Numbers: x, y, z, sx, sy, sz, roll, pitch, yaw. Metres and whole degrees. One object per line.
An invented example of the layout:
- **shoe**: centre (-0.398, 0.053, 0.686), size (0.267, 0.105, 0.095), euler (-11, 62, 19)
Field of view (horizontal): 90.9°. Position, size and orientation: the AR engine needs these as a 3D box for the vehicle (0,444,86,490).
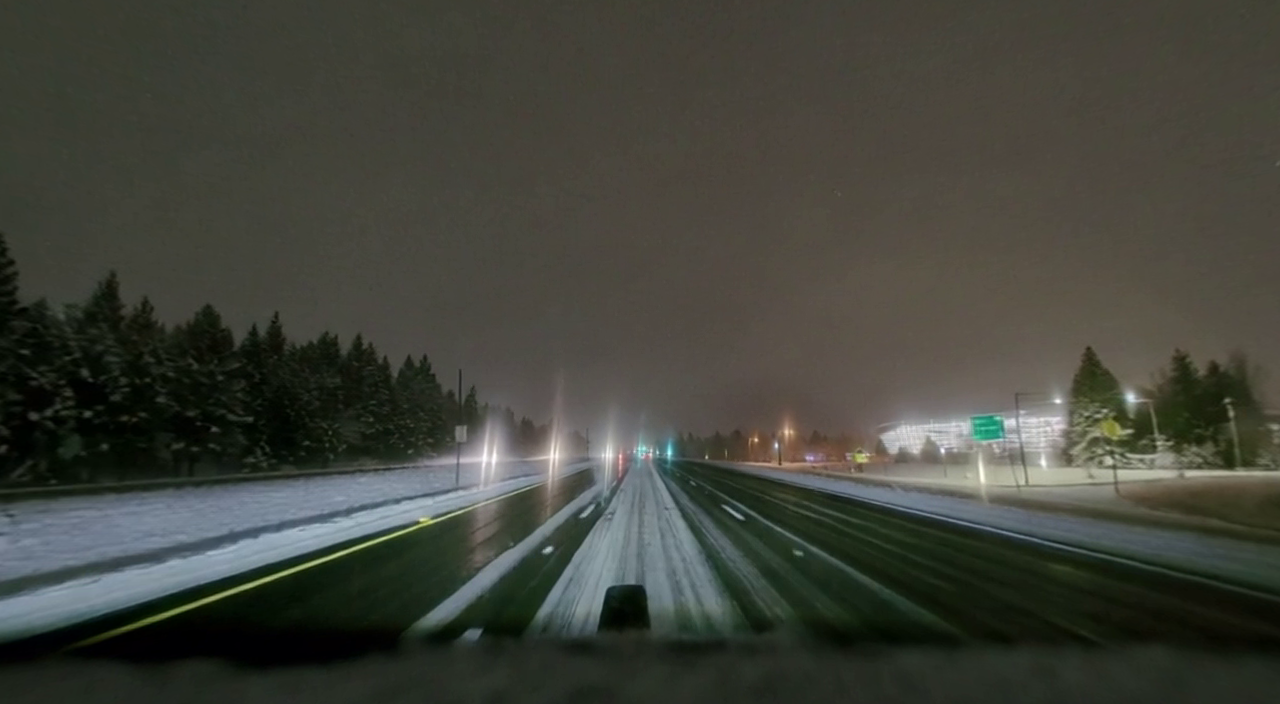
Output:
- **vehicle**: centre (-34.701, 6.258, 34.256), size (2.624, 2.241, 7.387), euler (-1, -6, -1)
